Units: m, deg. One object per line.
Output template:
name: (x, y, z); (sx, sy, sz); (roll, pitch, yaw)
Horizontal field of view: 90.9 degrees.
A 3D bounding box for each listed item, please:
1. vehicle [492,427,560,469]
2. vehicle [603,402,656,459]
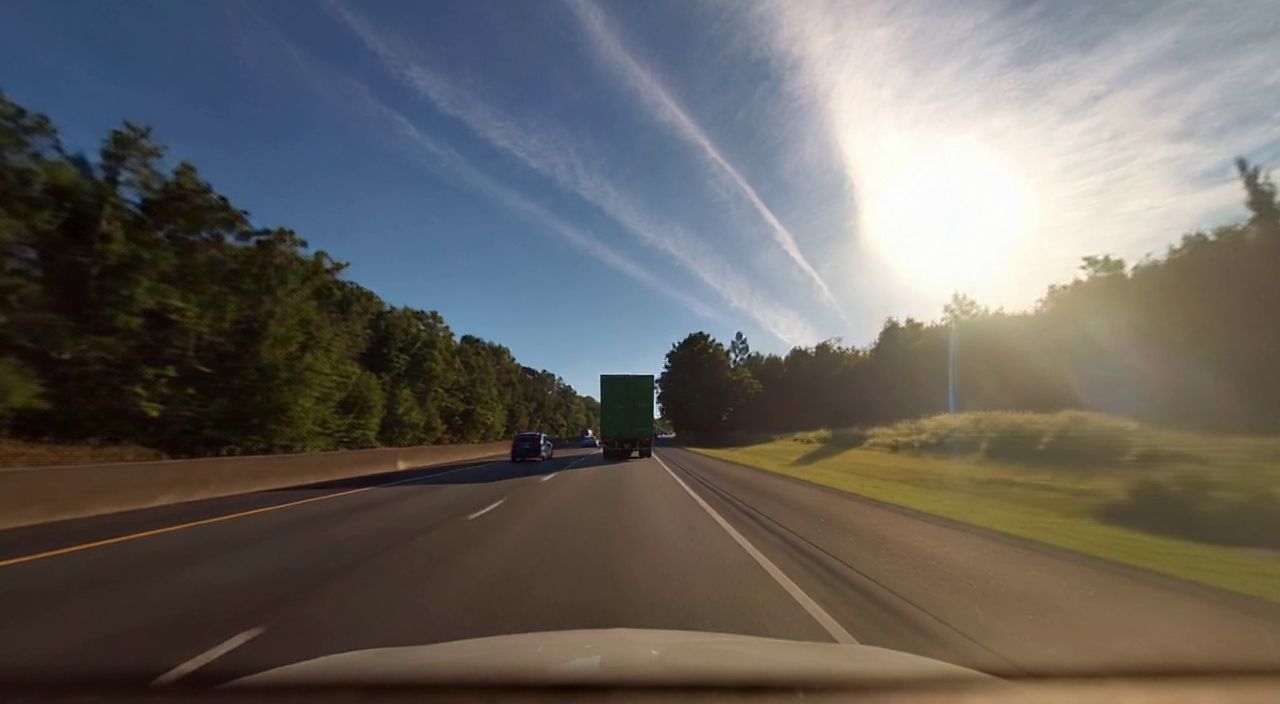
vehicle: (-4.936, 4.232, 27.922); (2.138, 1.697, 4.587); (0, -8, 0)
vehicle: (-0.486, 3.486, 28.049); (2.319, 2.461, 1.270); (0, -8, -2)
